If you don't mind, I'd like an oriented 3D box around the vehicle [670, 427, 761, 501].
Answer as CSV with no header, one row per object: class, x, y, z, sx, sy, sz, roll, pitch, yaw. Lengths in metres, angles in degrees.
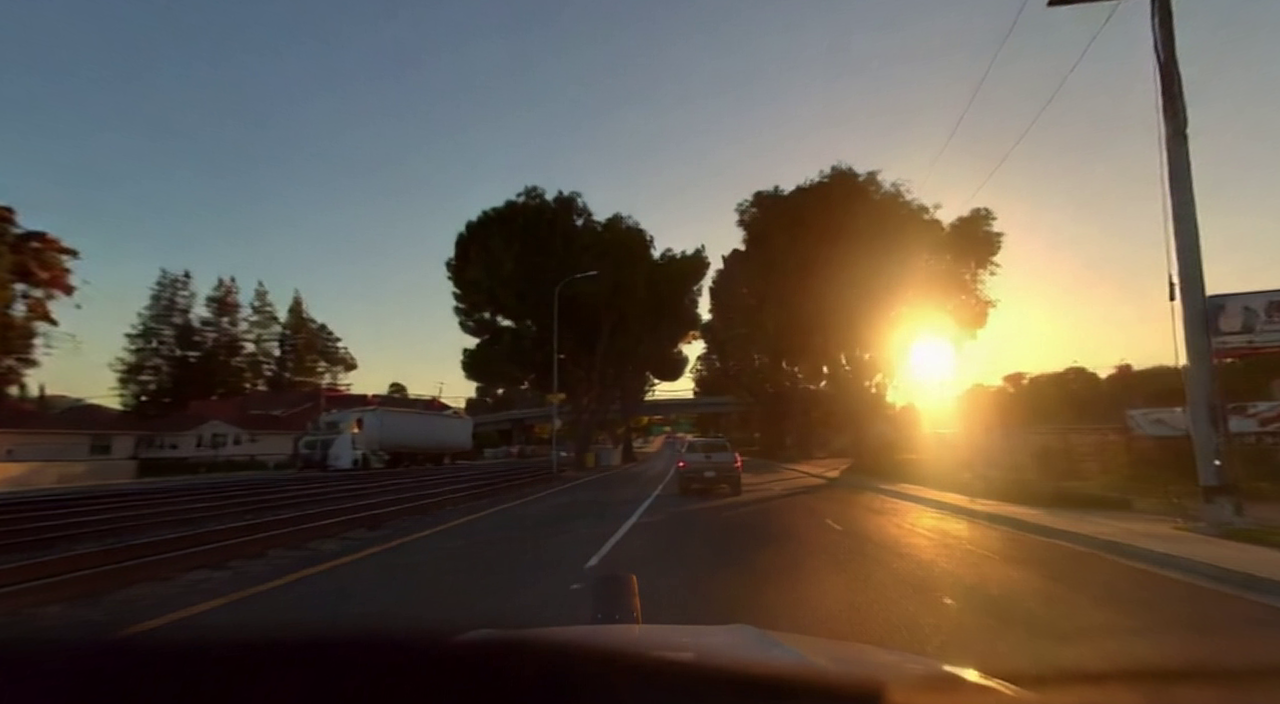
vehicle,2.334,3.394,19.651,2.404,1.926,5.251,0,-8,7
